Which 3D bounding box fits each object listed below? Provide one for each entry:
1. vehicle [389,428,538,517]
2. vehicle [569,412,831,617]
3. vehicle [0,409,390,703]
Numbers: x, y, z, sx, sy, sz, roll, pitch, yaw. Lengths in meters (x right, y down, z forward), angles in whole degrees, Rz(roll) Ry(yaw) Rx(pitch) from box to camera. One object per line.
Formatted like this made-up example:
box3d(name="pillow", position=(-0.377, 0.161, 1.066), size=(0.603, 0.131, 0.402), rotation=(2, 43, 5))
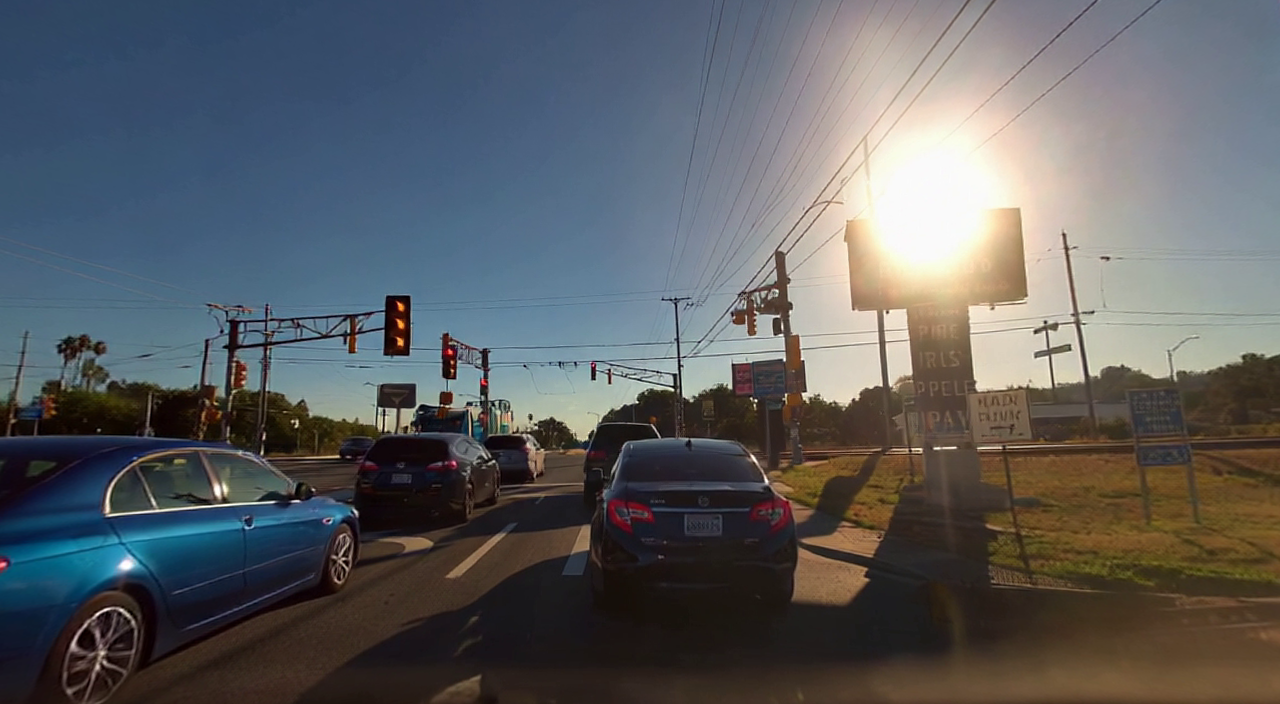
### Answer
box3d(name="vehicle", position=(-3.362, 2.373, 12.912), size=(1.984, 1.505, 3.982), rotation=(0, -9, -2))
box3d(name="vehicle", position=(0.358, 1.528, 6.844), size=(1.998, 1.529, 3.960), rotation=(0, -9, -3))
box3d(name="vehicle", position=(-3.708, 1.260, 4.538), size=(1.956, 1.468, 4.585), rotation=(0, -8, 0))
